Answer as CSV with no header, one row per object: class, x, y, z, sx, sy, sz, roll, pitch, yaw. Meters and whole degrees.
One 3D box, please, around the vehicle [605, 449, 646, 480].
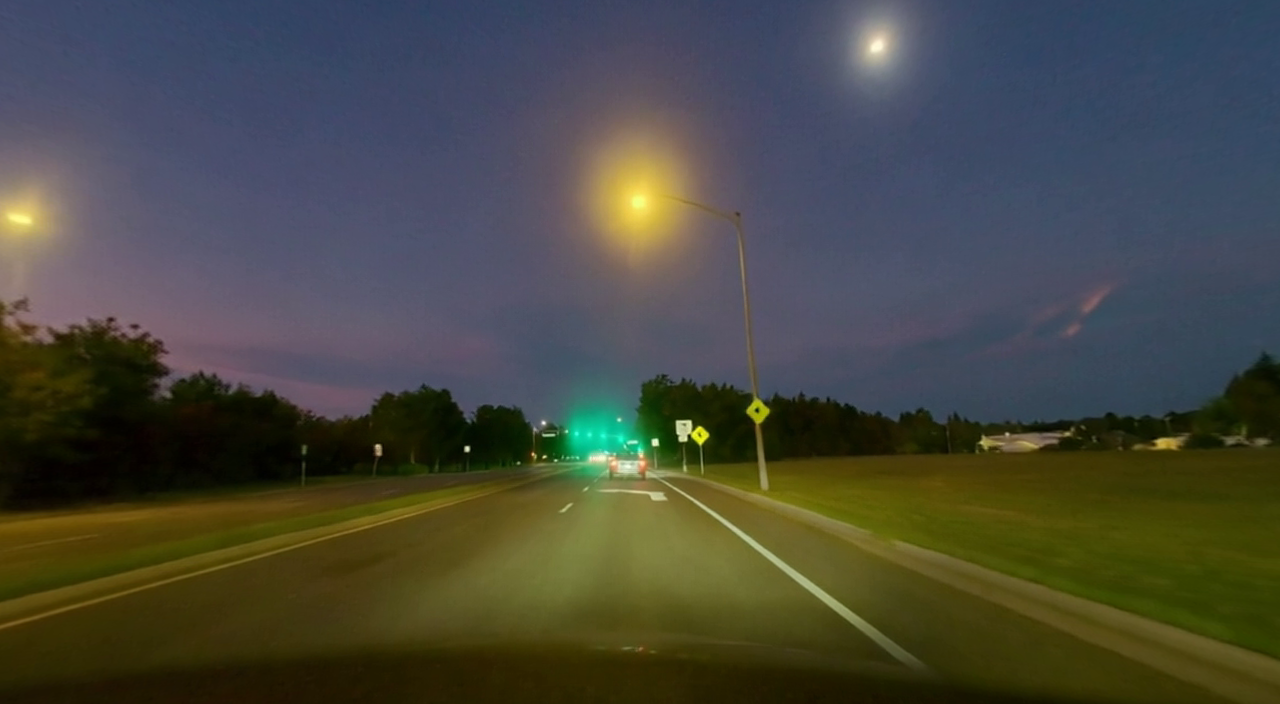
vehicle,-0.718,5.661,31.863,1.954,1.469,3.465,0,-9,-1
